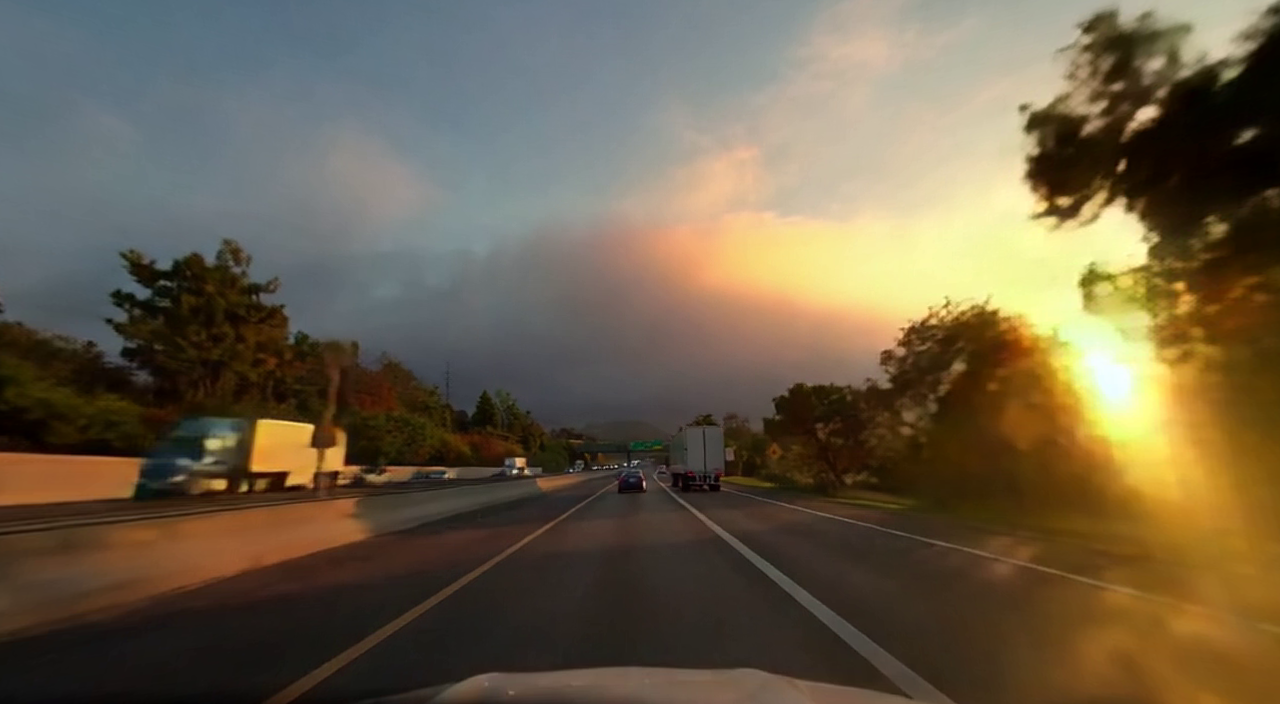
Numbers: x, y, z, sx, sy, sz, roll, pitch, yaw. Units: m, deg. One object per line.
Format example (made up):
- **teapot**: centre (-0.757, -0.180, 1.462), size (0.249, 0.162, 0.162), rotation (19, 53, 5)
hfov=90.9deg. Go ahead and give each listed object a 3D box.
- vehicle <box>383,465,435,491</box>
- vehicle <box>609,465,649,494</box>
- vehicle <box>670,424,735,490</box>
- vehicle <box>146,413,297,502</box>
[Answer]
- **vehicle**: centre (-15.845, 8.697, 43.512), size (1.954, 1.660, 4.158), rotation (1, -10, 0)
- **vehicle**: centre (-0.605, 6.902, 34.314), size (2.010, 1.436, 3.973), rotation (1, -10, -1)
- **vehicle**: centre (4.239, 7.870, 46.651), size (3.218, 4.001, 14.492), rotation (1, -10, 0)
- **vehicle**: centre (-20.129, 5.197, 30.877), size (2.995, 3.894, 5.957), rotation (1, -10, 0)
